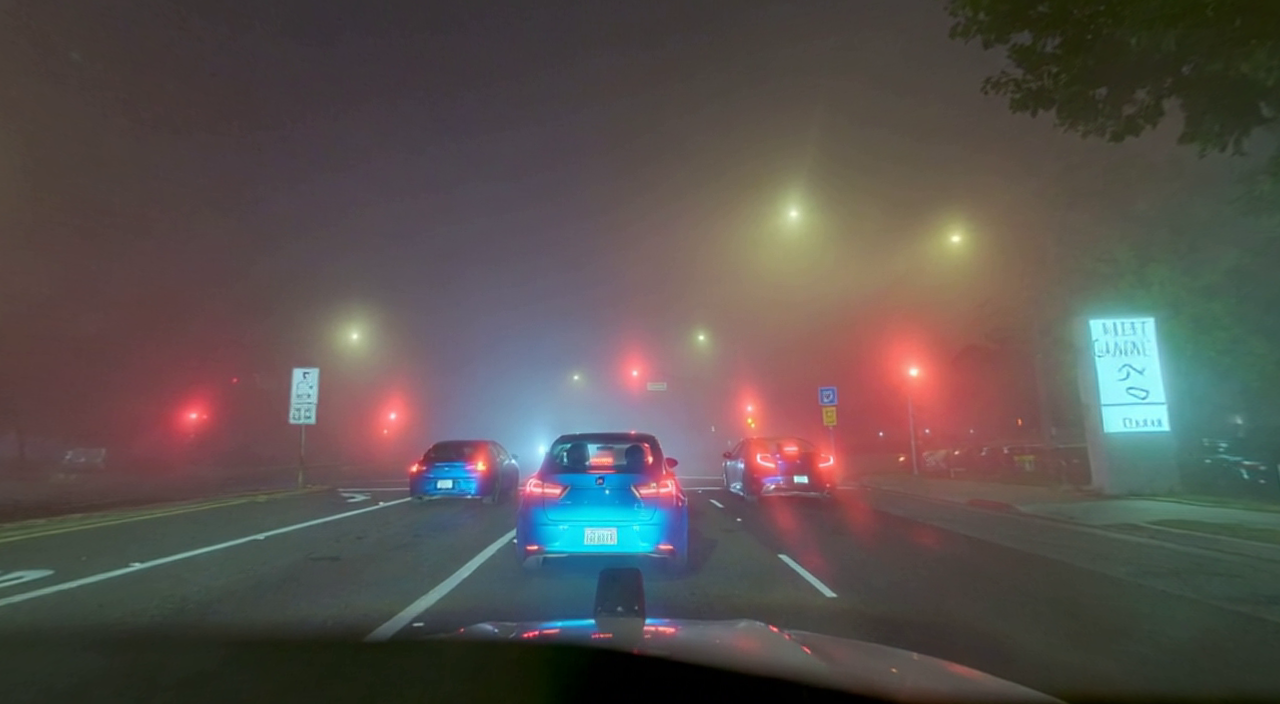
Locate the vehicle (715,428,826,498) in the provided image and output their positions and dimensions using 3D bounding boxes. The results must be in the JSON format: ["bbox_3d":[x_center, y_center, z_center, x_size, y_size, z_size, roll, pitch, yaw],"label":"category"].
[{"bbox_3d":[3.428,3.007,17.504,2.028,1.678,4.220,0,-8,-2],"label":"vehicle"}]

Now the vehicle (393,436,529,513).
[{"bbox_3d":[-3.769,2.629,14.065,1.998,1.452,3.773,0,-8,-1],"label":"vehicle"}]

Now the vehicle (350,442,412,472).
[{"bbox_3d":[-16.614,6.749,40.791,2.101,1.776,4.550,0,-8,-1],"label":"vehicle"}]

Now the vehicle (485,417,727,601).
[{"bbox_3d":[-0.354,1.643,7.524,2.045,1.533,4.183,0,-8,-2],"label":"vehicle"}]

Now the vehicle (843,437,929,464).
[{"bbox_3d":[15.014,6.018,38.651,4.419,1.619,1.894,1,-9,-8],"label":"vehicle"}]

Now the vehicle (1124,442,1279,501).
[{"bbox_3d":[15.189,3.029,16.266,3.951,1.418,1.842,0,-8,-3],"label":"vehicle"}]
